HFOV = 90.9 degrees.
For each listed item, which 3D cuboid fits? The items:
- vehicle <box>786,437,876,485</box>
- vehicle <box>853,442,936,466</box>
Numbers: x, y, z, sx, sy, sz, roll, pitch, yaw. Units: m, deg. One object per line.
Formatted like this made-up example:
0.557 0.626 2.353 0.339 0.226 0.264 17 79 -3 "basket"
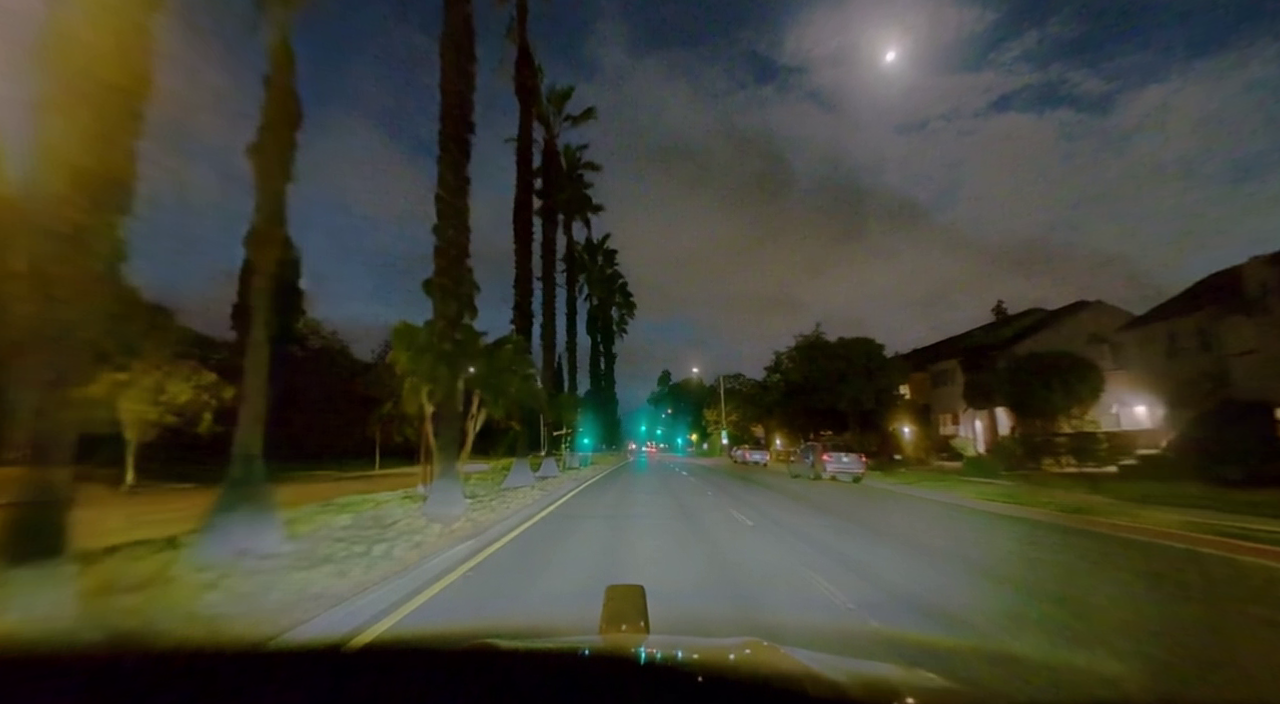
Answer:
7.083 4.082 23.916 2.126 1.639 4.539 0 -9 2 "vehicle"
16.502 6.623 41.048 4.595 1.490 1.860 0 -8 0 "vehicle"
